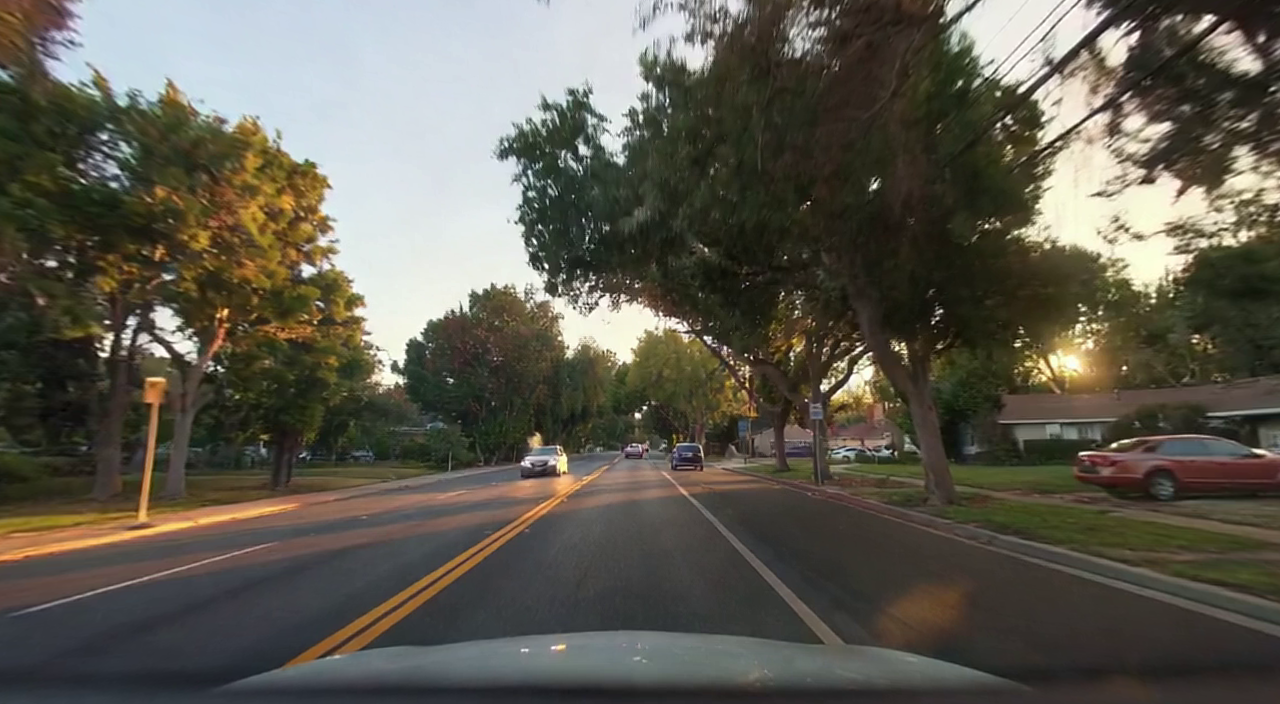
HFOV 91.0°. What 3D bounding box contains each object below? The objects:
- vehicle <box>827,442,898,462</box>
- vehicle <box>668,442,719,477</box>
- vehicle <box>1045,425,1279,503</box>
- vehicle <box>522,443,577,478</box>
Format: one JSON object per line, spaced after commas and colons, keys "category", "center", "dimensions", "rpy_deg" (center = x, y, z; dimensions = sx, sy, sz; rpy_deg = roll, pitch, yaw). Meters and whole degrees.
{"category": "vehicle", "center": [16.727, 7.553, 47.456], "dimensions": [4.672, 1.463, 1.863], "rpy_deg": [0, -8, 0]}
{"category": "vehicle", "center": [2.362, 4.854, 28.717], "dimensions": [1.975, 1.497, 3.647], "rpy_deg": [0, -8, -1]}
{"category": "vehicle", "center": [11.638, 2.299, 13.134], "dimensions": [4.870, 1.480, 2.070], "rpy_deg": [0, -8, 2]}
{"category": "vehicle", "center": [-4.155, 5.031, 29.392], "dimensions": [1.959, 1.494, 3.875], "rpy_deg": [0, -8, 0]}
